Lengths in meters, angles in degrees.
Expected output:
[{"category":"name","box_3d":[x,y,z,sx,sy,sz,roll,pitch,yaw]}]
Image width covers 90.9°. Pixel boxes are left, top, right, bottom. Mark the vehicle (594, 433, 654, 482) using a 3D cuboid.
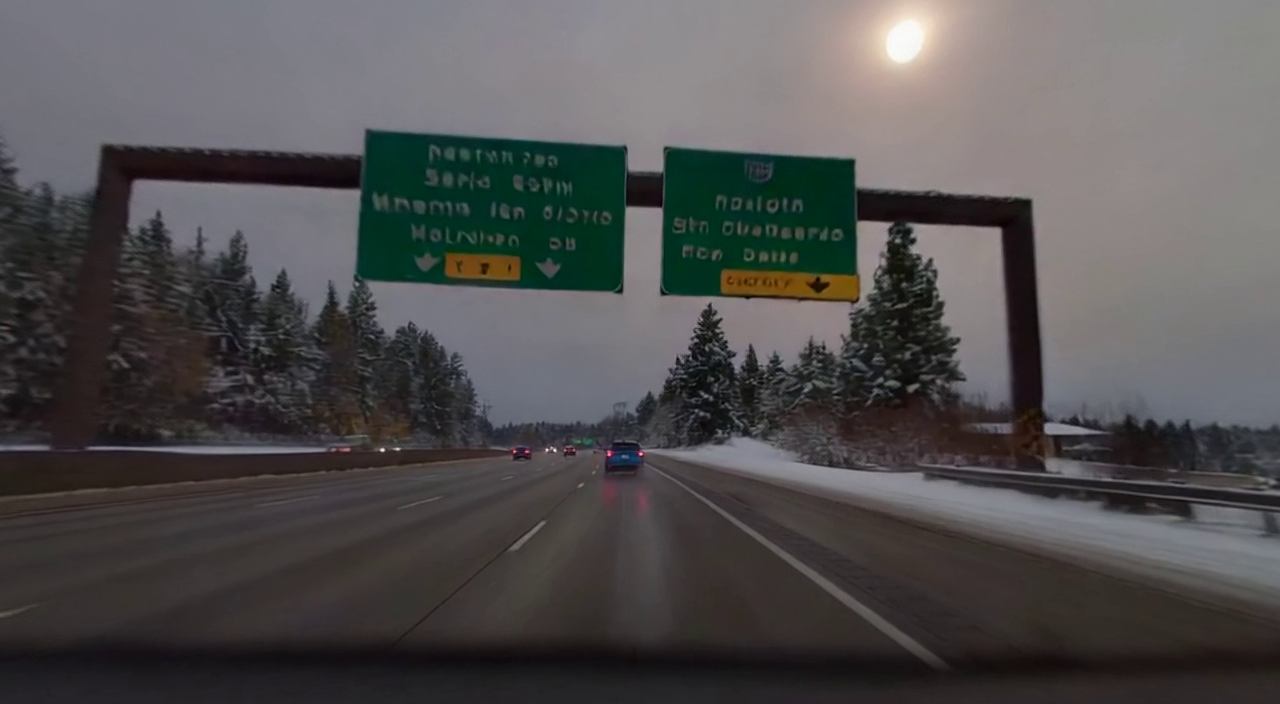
[{"category":"vehicle","box_3d":[-0.634,4.035,24.301,2.120,1.706,4.226,0,-8,-2]}]
